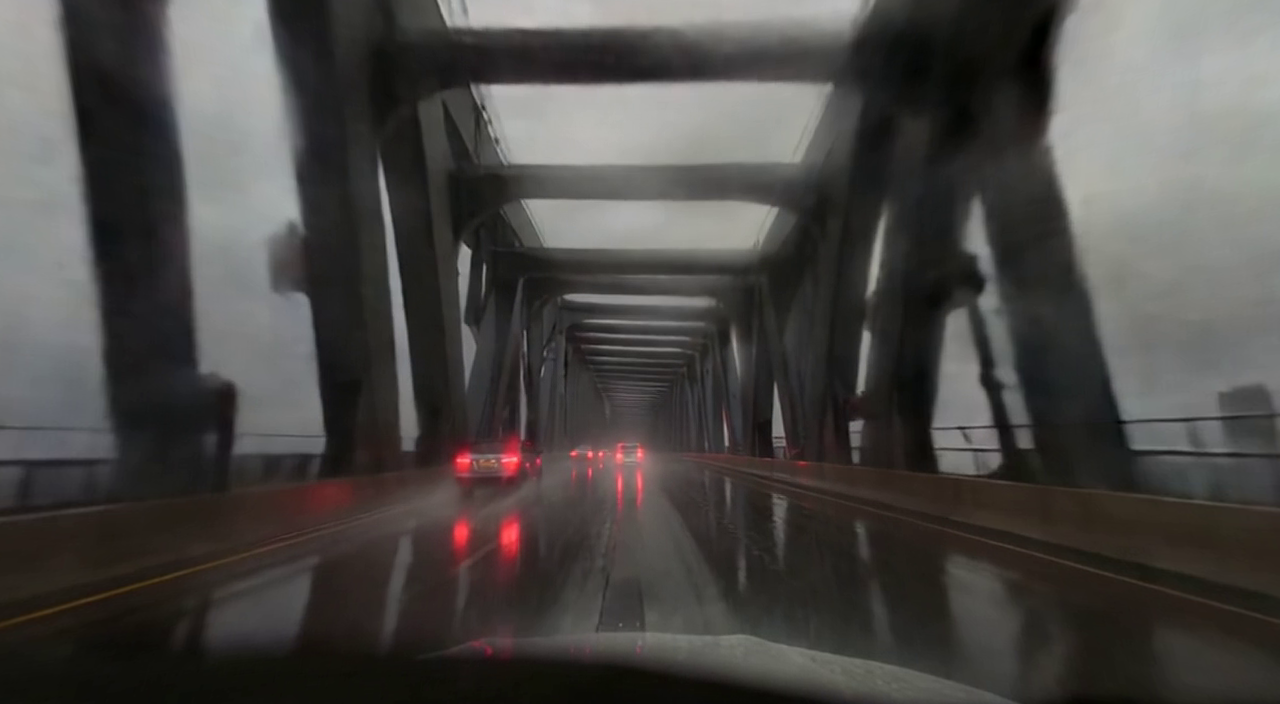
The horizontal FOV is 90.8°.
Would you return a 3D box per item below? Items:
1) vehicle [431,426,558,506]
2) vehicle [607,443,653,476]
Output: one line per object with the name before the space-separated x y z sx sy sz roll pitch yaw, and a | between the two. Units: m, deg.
vehicle | -3.664 2.995 16.990 2.190 1.807 4.741 -1 -9 1
vehicle | -0.481 5.124 30.336 2.048 1.450 3.973 0 -9 -1
